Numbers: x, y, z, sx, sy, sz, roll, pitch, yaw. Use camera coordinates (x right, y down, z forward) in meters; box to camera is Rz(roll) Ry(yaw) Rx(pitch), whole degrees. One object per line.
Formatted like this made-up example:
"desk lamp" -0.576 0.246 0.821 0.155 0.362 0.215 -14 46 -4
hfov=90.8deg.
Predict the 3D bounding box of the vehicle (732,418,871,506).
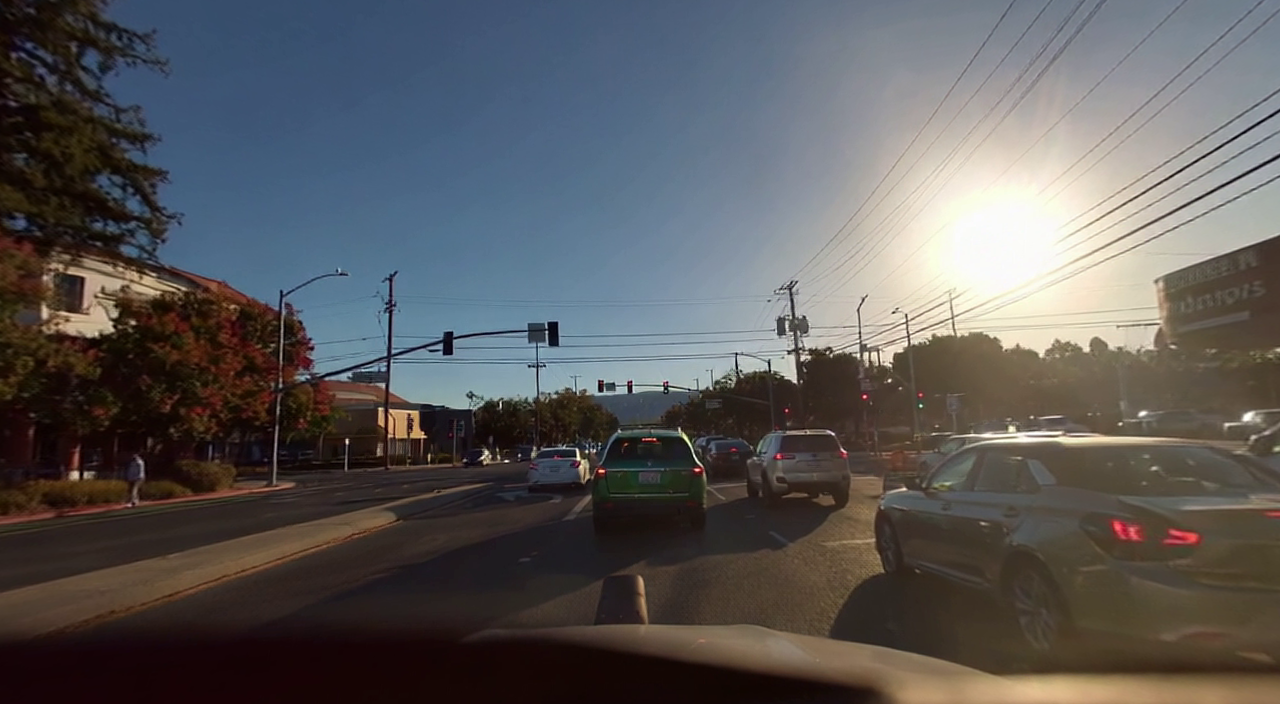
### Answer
"vehicle" 3.699 2.633 15.506 2.060 1.789 4.712 0 -9 -1

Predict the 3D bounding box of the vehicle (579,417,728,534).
"vehicle" 0.189 2.084 11.177 2.149 1.668 3.962 0 -9 0

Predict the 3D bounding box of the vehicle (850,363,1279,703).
"vehicle" 3.324 1.165 4.801 1.998 1.620 4.267 0 -9 1
